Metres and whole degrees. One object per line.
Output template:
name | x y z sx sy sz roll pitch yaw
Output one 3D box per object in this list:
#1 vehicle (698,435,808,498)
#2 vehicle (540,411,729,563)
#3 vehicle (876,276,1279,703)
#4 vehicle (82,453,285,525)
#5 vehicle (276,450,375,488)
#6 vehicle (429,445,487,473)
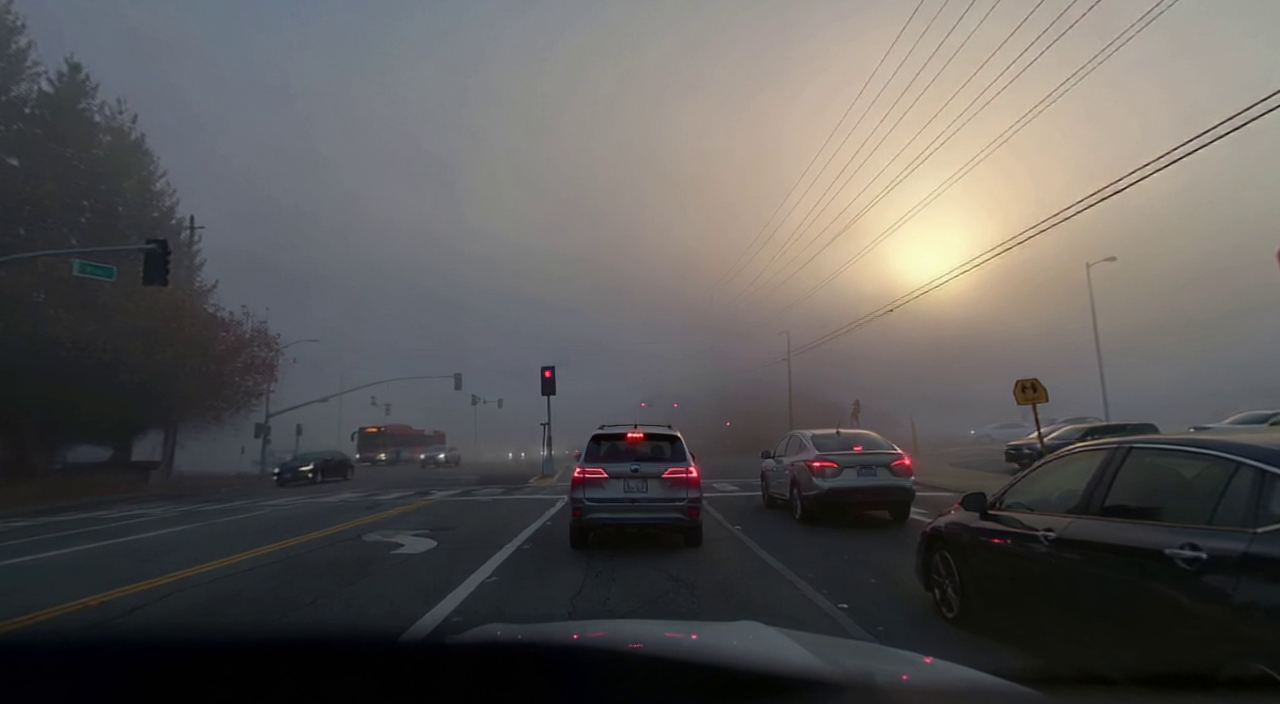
vehicle | 2.885 3.042 17.216 2.040 1.481 4.407 0 -9 -2
vehicle | -0.110 1.805 9.118 2.087 1.677 4.053 0 -9 -1
vehicle | 3.089 0.840 3.214 2.049 1.813 4.245 0 -9 -1
vehicle | -10.357 3.085 14.792 1.812 1.403 3.918 0 -9 0
vehicle | -13.586 5.053 27.698 1.967 1.486 4.701 0 -9 -1
vehicle | -10.640 6.262 37.269 2.030 1.498 4.690 0 -9 0
